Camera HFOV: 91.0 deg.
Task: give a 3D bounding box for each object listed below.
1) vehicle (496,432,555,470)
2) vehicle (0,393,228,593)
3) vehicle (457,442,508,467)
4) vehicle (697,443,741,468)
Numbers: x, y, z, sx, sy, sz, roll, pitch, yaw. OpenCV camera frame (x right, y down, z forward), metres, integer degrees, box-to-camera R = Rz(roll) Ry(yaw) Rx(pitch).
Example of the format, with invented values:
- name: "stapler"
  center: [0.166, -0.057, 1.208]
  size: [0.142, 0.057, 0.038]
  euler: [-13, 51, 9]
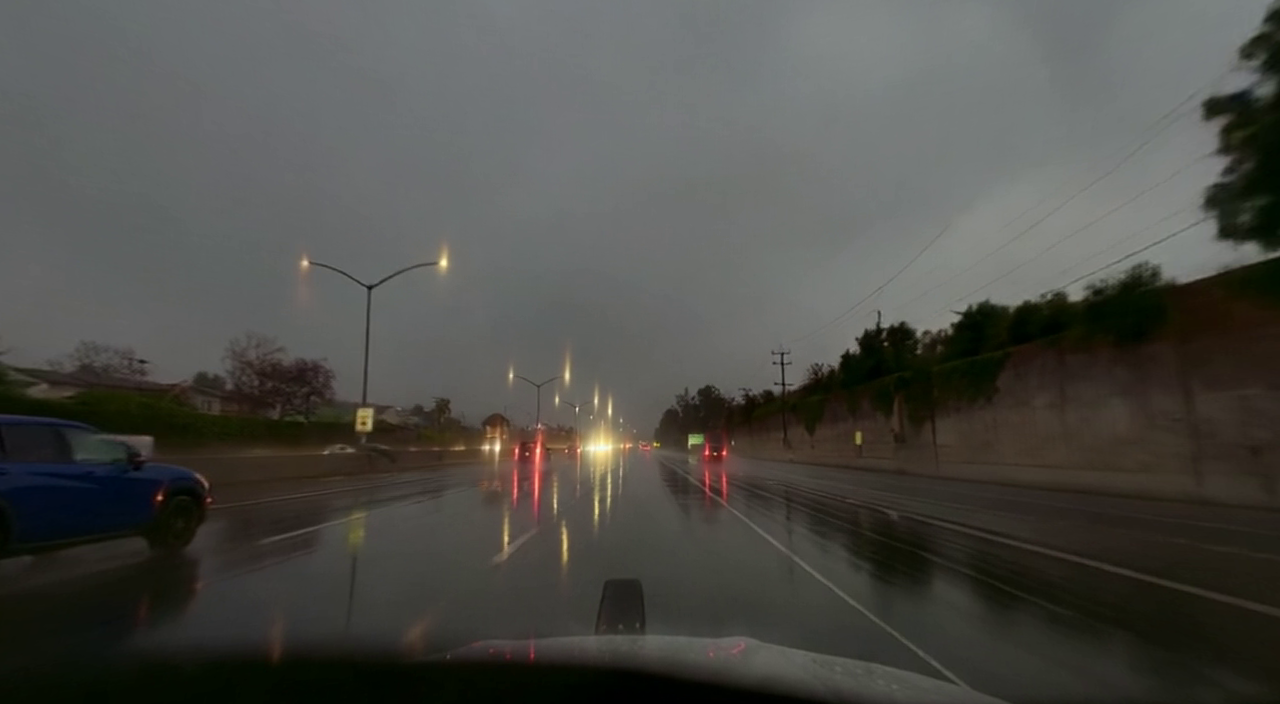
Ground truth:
- name: "vehicle"
  center: [-6.214, 5.448, 34.753]
  size: [2.255, 1.934, 4.868]
  euler: [1, -9, 1]
- name: "vehicle"
  center: [-6.521, 1.285, 5.977]
  size: [2.058, 1.698, 4.567]
  euler: [1, -9, 0]
- name: "vehicle"
  center: [-9.953, 6.503, 40.095]
  size: [2.042, 1.485, 4.395]
  euler: [1, -9, 1]
- name: "vehicle"
  center: [5.096, 6.726, 41.107]
  size: [2.251, 1.520, 4.550]
  euler: [1, -9, 0]
